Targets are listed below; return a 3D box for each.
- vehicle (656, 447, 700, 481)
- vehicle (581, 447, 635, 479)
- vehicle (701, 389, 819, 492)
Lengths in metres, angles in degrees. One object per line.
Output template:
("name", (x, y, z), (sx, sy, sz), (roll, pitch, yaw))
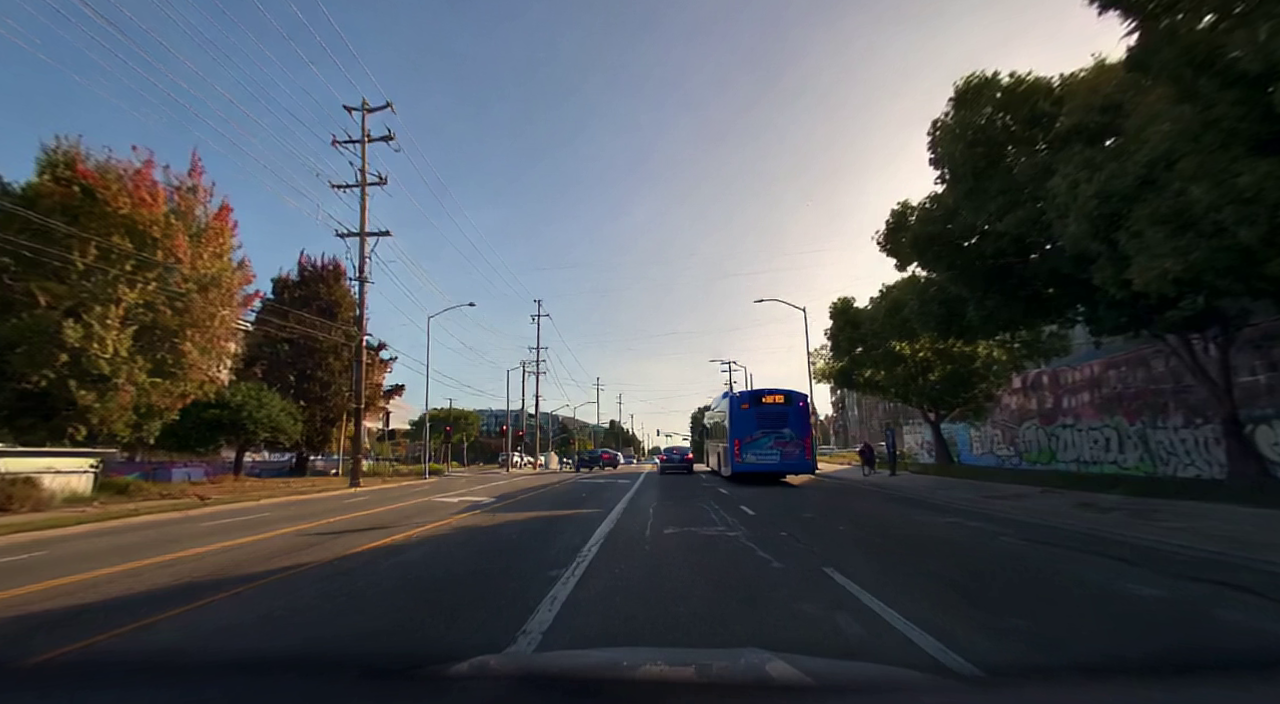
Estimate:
("vehicle", (1.729, 5.265, 30.087), (1.961, 1.470, 4.196), (0, -8, 1))
("vehicle", (-1.788, 5.822, 33.471), (2.018, 1.544, 4.420), (2, -9, -14))
("vehicle", (4.627, 3.880, 27.606), (3.045, 3.447, 12.604), (0, -8, 2))
